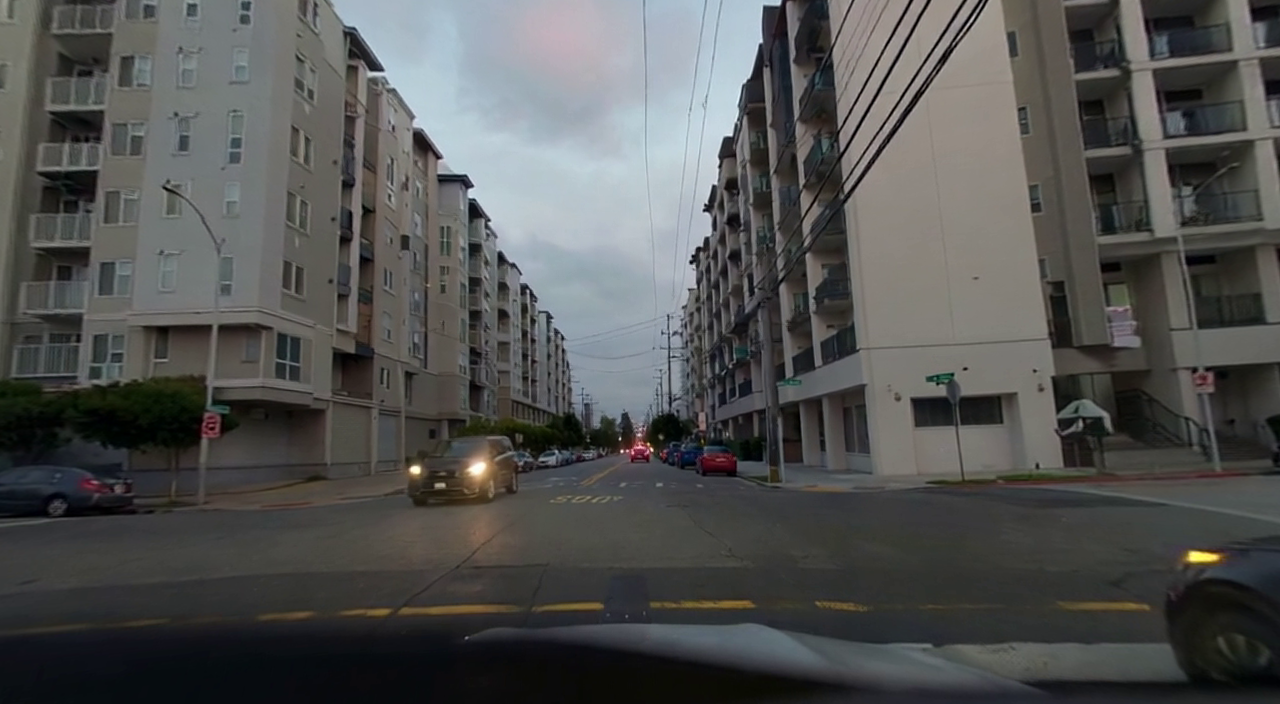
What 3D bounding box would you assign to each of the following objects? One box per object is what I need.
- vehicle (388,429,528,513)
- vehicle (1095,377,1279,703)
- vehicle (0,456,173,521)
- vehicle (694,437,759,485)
[{"bbox_3d":[-4.429,2.995,16.254,2.201,1.801,4.750,0,-9,0],"label":"vehicle"},{"bbox_3d":[3.477,0.753,1.225,1.994,1.697,4.274,-1,-9,1],"label":"vehicle"},{"bbox_3d":[-17.367,3.994,18.678,5.354,1.773,1.991,0,-9,0],"label":"vehicle"},{"bbox_3d":[3.584,4.628,26.988,2.164,1.721,4.416,-4,-9,1],"label":"vehicle"}]
